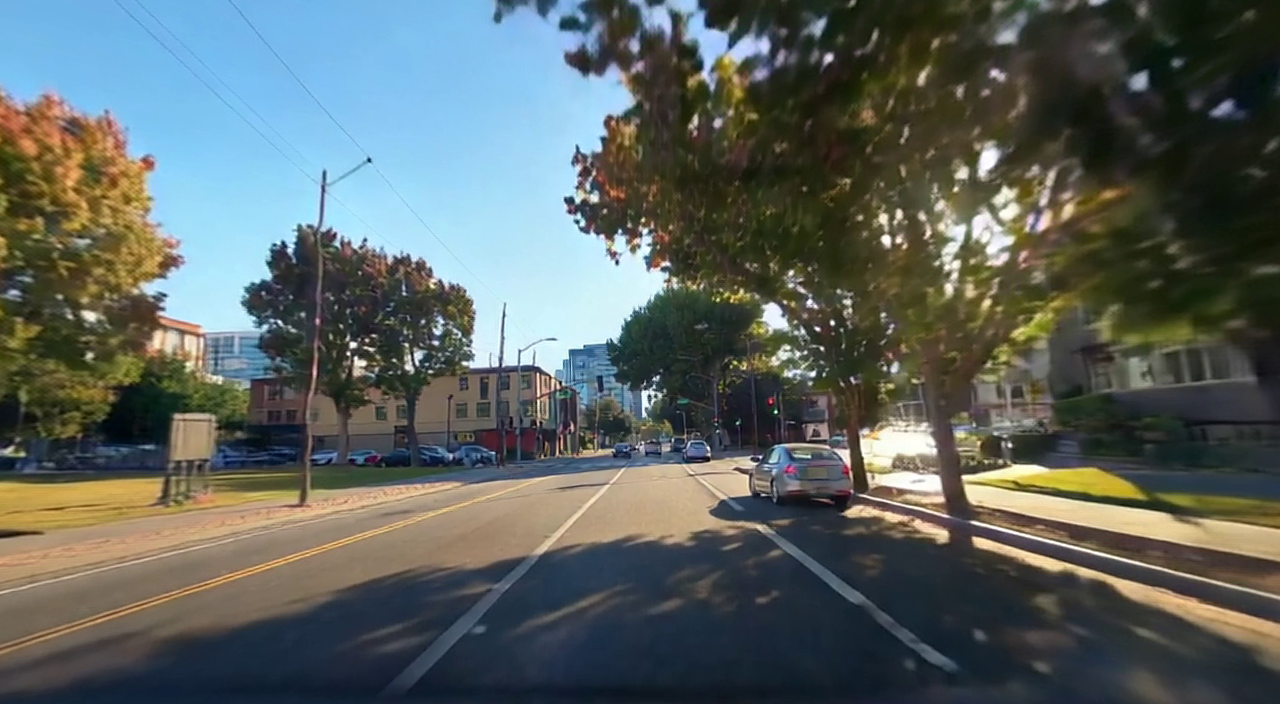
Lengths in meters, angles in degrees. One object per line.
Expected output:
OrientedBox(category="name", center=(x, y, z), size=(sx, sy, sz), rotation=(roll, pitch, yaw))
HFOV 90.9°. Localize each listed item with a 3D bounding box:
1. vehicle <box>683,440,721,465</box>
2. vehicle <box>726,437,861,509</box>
OrientedBox(category="vehicle", center=(4.070, 6.683, 41.952), size=(2.035, 1.564, 4.719), rotation=(0, -9, 0))
OrientedBox(category="vehicle", center=(3.528, 2.896, 15.570), size=(2.072, 1.471, 4.834), rotation=(0, -9, -1))
